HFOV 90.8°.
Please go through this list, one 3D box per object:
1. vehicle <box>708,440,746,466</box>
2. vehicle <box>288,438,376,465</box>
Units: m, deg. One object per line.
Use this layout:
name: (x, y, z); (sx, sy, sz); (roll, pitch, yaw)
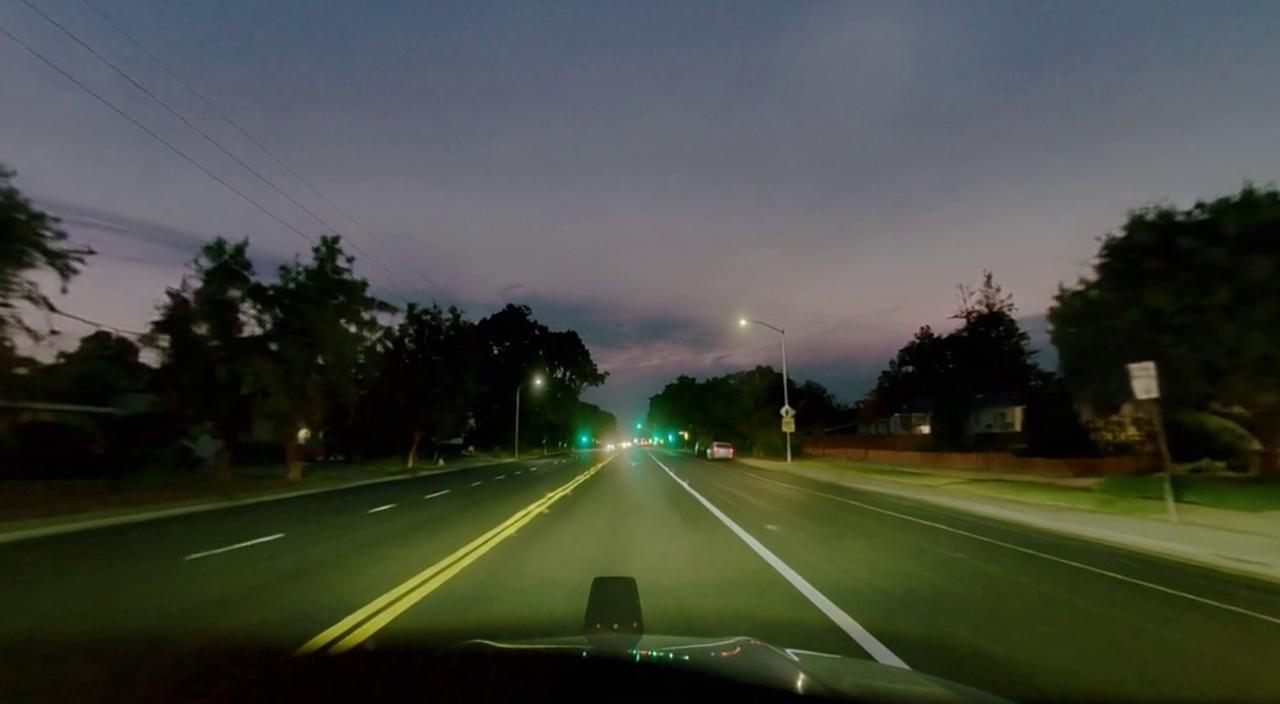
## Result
vehicle: (6.490, 7.585, 47.686); (2.099, 1.878, 4.476); (0, -8, -1)
vehicle: (-19.639, 6.367, 40.402); (4.497, 1.674, 2.168); (-1, -8, 3)
